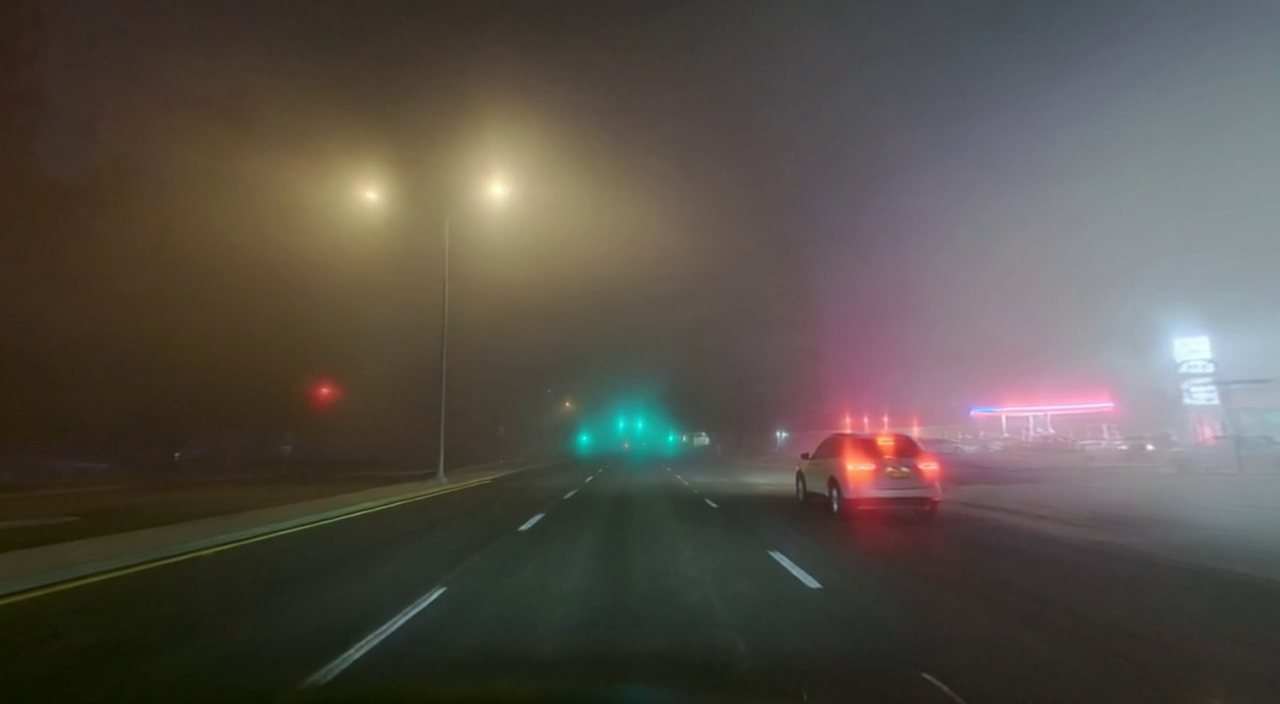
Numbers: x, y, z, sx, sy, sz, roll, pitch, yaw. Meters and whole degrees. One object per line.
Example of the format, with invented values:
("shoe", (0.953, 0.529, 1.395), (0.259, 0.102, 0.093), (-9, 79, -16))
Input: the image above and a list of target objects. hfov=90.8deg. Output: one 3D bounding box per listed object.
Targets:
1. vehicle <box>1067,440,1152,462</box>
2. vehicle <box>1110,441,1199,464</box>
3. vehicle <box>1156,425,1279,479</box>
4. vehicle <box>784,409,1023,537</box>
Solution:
("vehicle", (32.988, 6.946, 44.434), (4.355, 1.479, 1.940), (0, -8, 2))
("vehicle", (33.964, 6.653, 41.768), (4.182, 1.473, 1.840), (0, -8, 1))
("vehicle", (23.301, 3.676, 23.360), (6.404, 1.894, 2.275), (0, -8, 0))
("vehicle", (4.487, 2.162, 11.931), (2.245, 1.864, 5.076), (0, -8, -1))
